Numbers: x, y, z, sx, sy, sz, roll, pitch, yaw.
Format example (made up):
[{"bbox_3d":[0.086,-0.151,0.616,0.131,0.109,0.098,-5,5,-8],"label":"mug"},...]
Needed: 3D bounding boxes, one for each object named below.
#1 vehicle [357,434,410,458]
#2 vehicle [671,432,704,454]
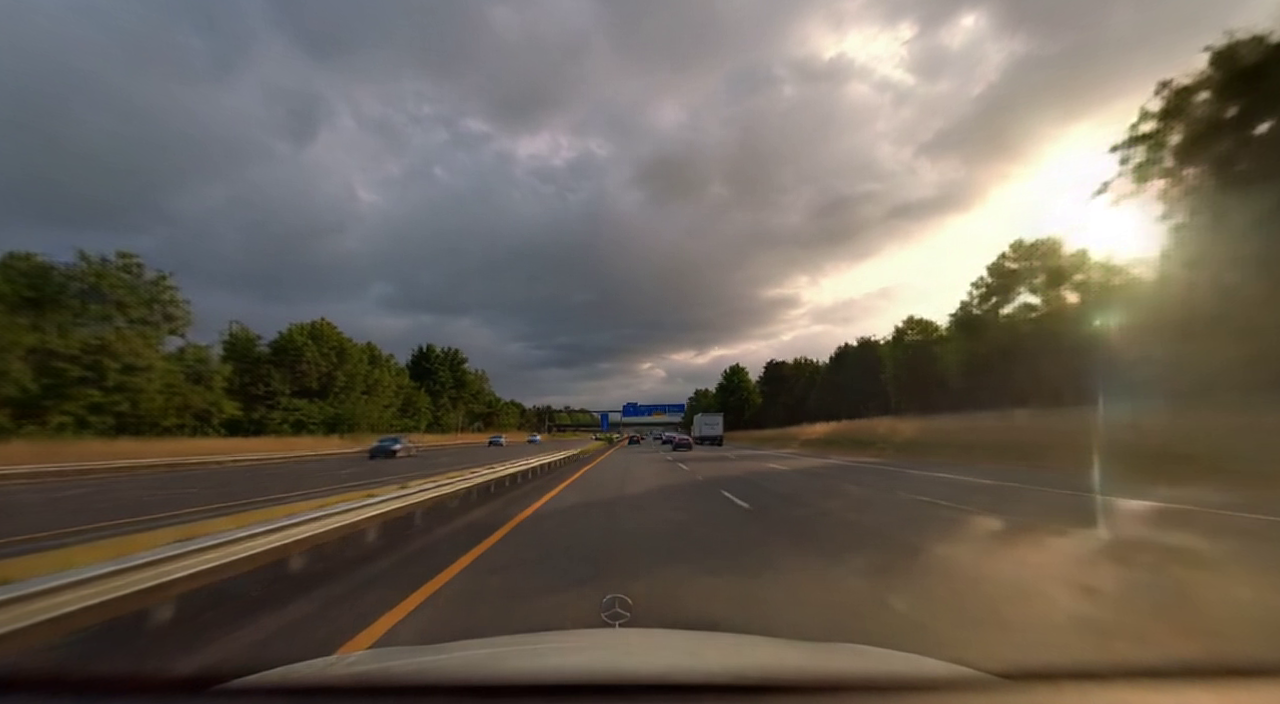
[{"bbox_3d":[-17.268,6.308,42.591,1.822,1.497,4.147,0,-7,0],"label":"vehicle"},{"bbox_3d":[3.490,6.772,47.023,1.986,1.501,4.529,0,-7,-2],"label":"vehicle"}]
